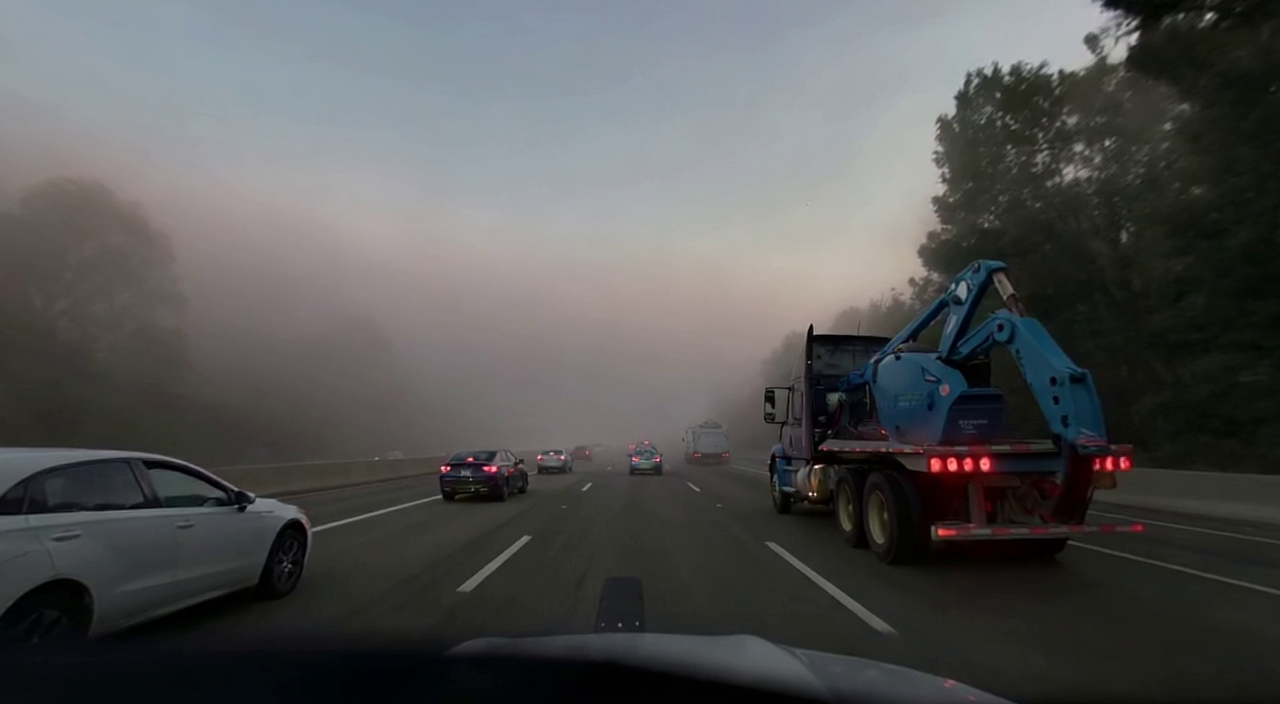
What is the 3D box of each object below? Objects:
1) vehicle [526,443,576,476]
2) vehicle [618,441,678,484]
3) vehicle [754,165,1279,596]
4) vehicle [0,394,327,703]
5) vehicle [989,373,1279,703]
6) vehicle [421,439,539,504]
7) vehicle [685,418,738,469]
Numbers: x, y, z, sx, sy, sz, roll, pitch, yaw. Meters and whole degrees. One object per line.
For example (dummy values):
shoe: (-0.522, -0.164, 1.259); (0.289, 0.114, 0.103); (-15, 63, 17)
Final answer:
vehicle: (-4.378, 5.359, 31.455); (1.858, 1.527, 3.974); (0, -9, 1)
vehicle: (0.262, 4.229, 24.245); (2.150, 1.498, 3.988); (0, -9, -1)
vehicle: (3.996, 0.800, 9.437); (2.975, 3.618, 8.456); (0, -9, 0)
vehicle: (-4.153, 1.166, 4.163); (1.978, 1.556, 4.119); (0, -9, 0)
vehicle: (4.105, 0.812, 2.094); (2.599, 1.631, 5.693); (0, -9, 0)
vehicle: (-4.128, 3.172, 17.098); (1.880, 1.507, 4.757); (-1, -9, 1)
vehicle: (4.352, 5.769, 39.325); (2.416, 2.829, 7.016); (0, -9, -1)
